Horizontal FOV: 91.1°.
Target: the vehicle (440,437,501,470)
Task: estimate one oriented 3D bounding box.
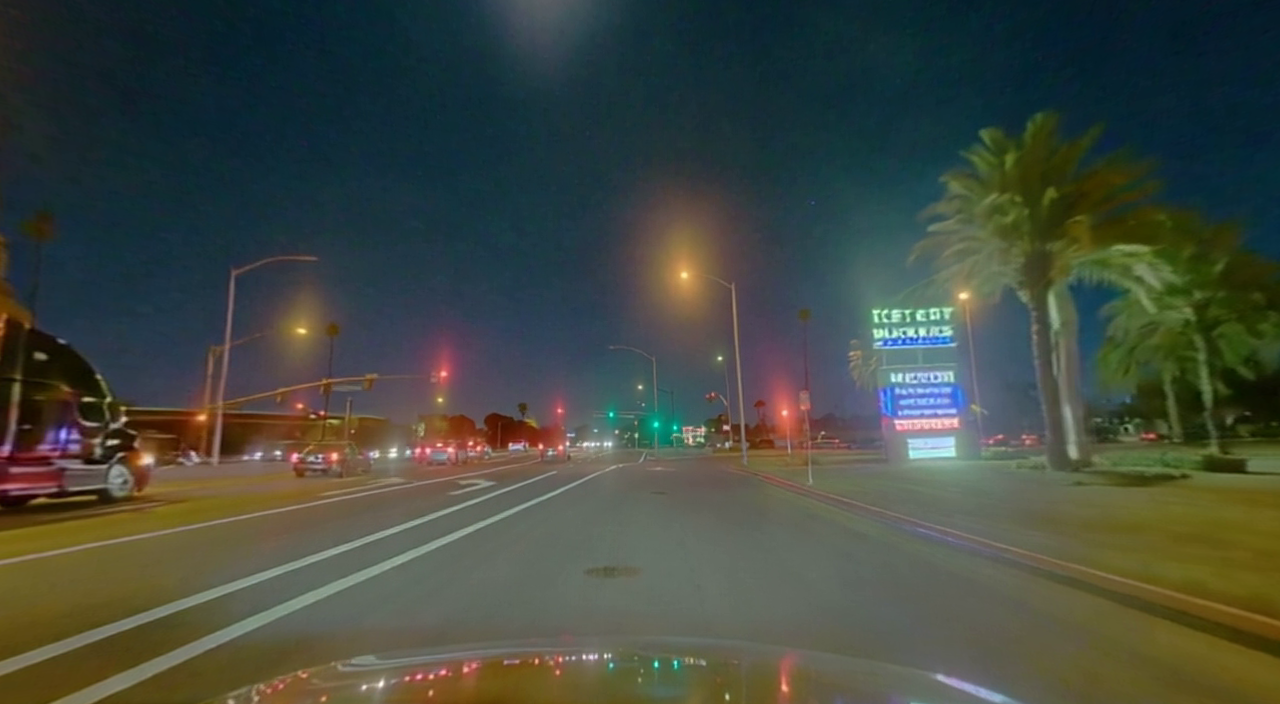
[{"bbox_3d":[-8.643,5.209,32.397,1.977,1.584,3.983,0,-9,1],"label":"vehicle"}]

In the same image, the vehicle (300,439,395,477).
[{"bbox_3d":[-12.027,4.378,26.159,1.900,1.462,4.225,0,-9,0],"label":"vehicle"}]

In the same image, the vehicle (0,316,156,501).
[{"bbox_3d":[-15.268,1.175,13.168,3.061,3.932,8.708,0,-9,1],"label":"vehicle"}]

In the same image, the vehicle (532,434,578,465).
[{"bbox_3d":[-5.056,5.892,37.991,2.114,1.784,4.450,0,-9,1],"label":"vehicle"}]
